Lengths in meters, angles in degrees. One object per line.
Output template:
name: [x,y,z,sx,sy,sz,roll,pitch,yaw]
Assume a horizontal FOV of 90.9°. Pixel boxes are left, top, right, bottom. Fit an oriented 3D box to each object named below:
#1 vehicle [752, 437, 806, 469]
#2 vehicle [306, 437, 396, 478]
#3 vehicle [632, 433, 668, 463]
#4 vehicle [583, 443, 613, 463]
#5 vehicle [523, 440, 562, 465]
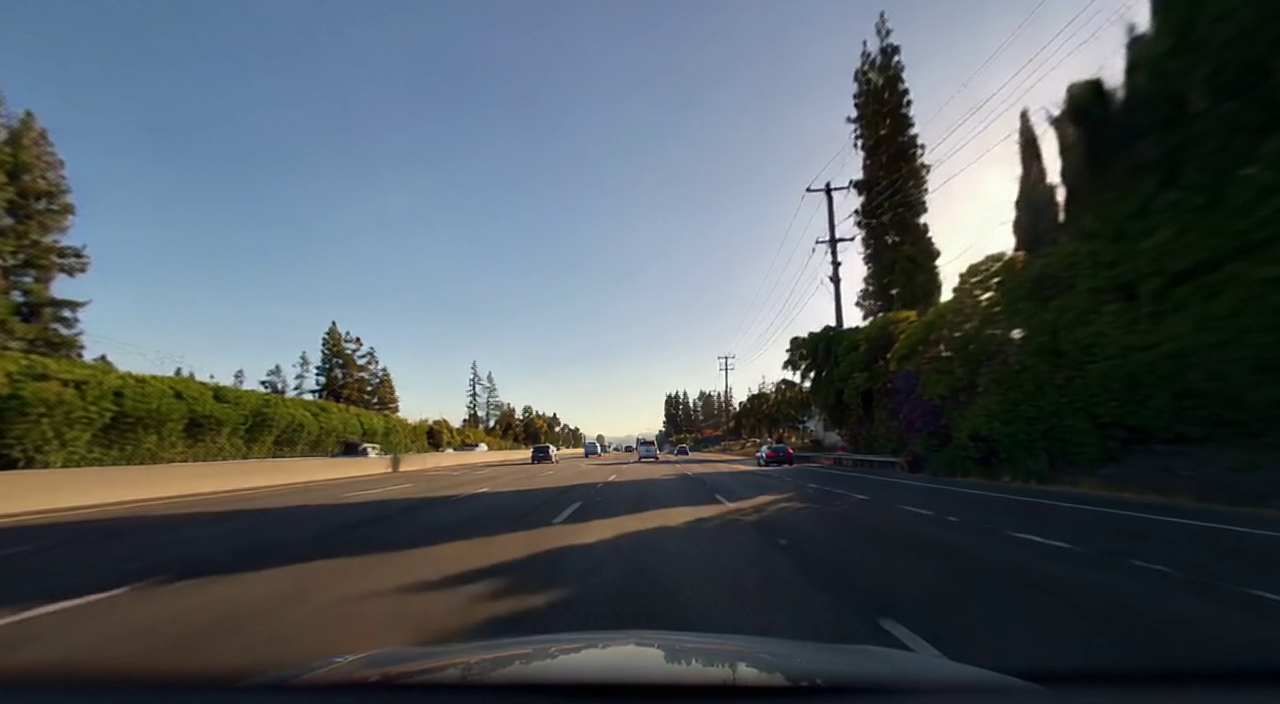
vehicle: [7.691,5.635,35.313,1.937,1.698,4.322,0,-8,-1]
vehicle: [-14.311,5.213,31.544,2.149,1.846,4.713,-1,-8,1]
vehicle: [0.751,7.421,48.786,2.622,2.208,5.320,0,-8,0]
vehicle: [-3.276,7.931,49.535,1.979,1.469,4.378,0,-8,1]
vehicle: [-6.994,7.229,45.494,2.007,1.732,4.395,0,-8,1]
